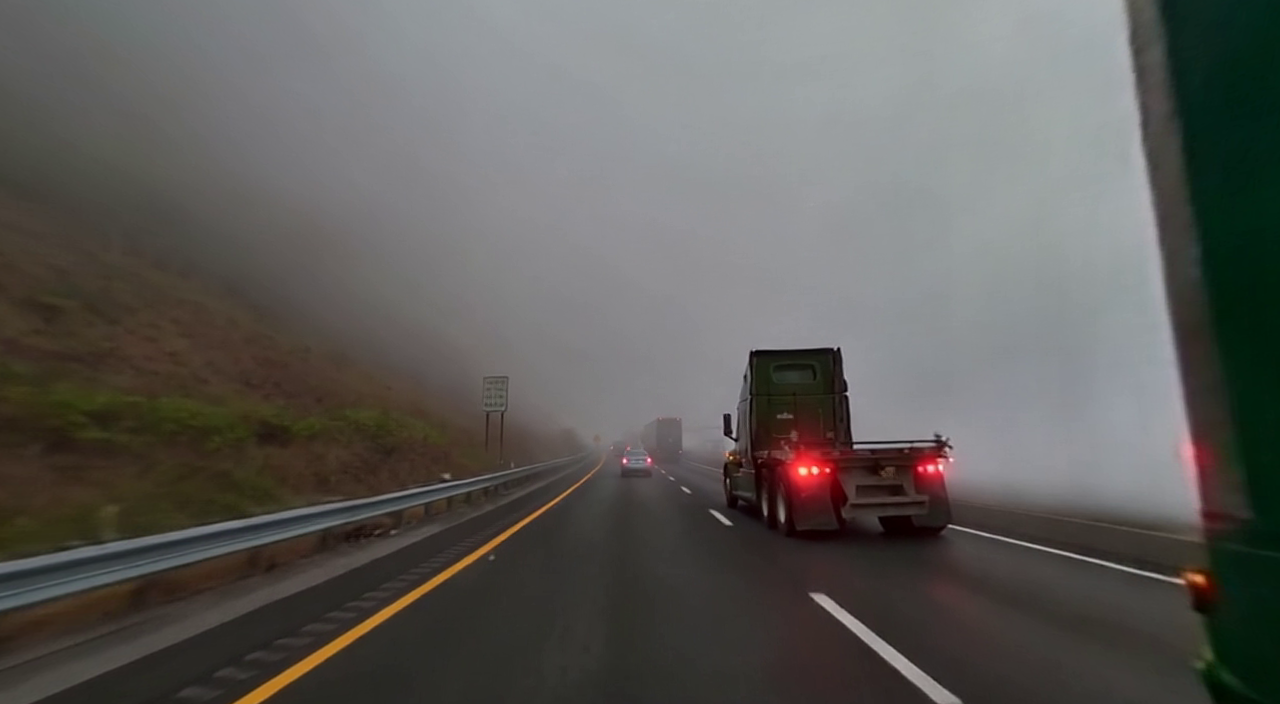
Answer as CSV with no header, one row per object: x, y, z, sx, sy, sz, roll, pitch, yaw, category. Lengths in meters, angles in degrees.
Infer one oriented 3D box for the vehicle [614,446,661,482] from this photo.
-0.122,4.950,28.065,1.927,1.437,3.794,0,-9,-1,vehicle

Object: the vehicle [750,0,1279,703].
3.602,0.176,5.321,2.874,4.065,14.243,0,-9,0,vehicle
